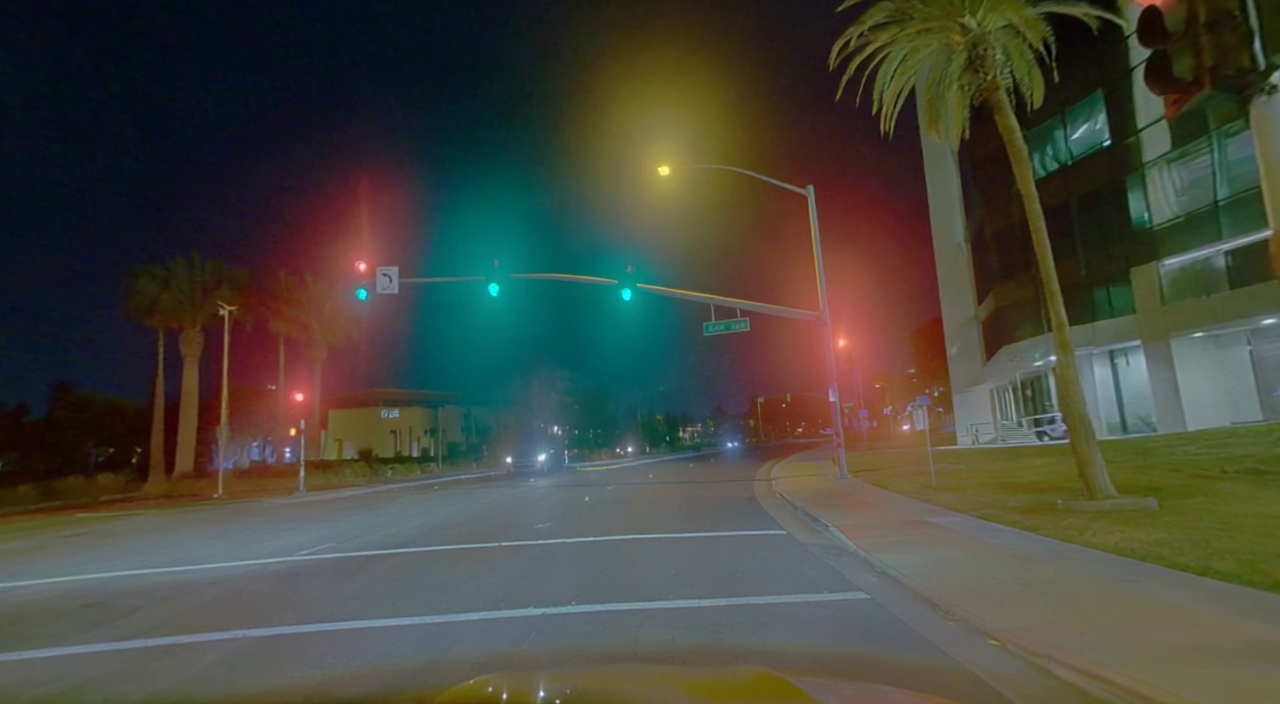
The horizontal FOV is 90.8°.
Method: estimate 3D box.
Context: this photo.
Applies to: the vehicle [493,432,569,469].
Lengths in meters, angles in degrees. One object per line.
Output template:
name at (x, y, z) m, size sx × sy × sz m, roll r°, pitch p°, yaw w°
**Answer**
vehicle at (-5.685, 5.231, 33.641) m, size 2.181 × 1.792 × 4.648 m, roll -3°, pitch -9°, yaw 16°
